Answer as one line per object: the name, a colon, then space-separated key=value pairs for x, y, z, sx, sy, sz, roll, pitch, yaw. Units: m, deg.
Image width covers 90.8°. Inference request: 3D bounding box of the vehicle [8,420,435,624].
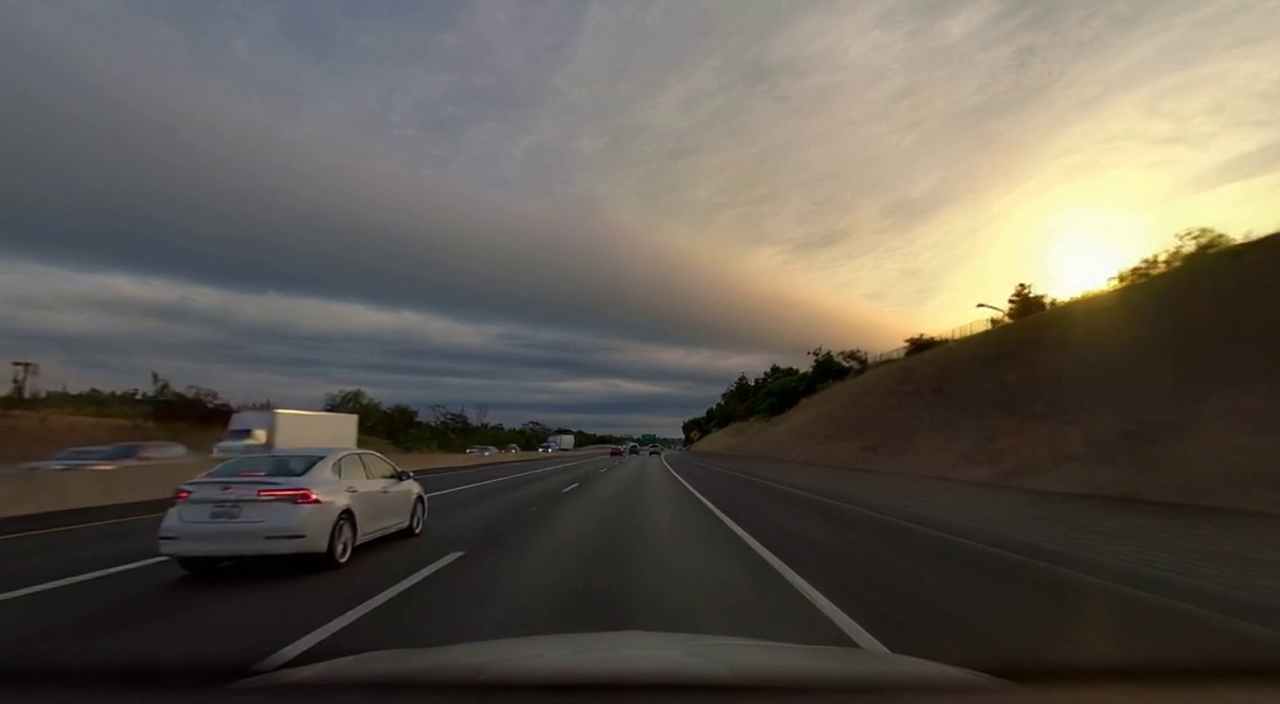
vehicle: x=-3.699 y=1.535 z=6.478 sx=1.991 sy=1.507 sz=3.391 roll=0 pitch=-9 yaw=1
